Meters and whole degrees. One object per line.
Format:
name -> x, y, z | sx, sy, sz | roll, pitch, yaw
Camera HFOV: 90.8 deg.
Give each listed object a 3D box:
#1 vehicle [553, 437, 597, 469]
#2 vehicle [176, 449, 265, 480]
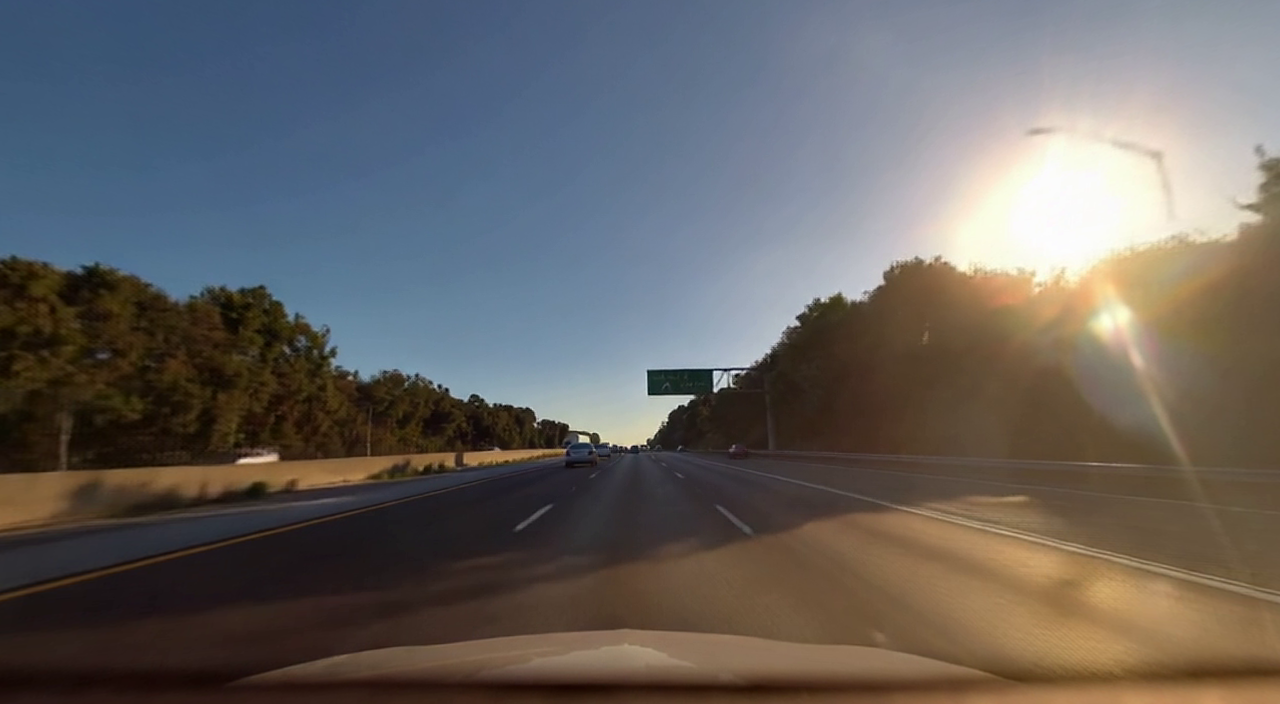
vehicle -> -3.819, 6.055, 37.913 | 2.114, 1.774, 4.427 | 0, -9, 0
vehicle -> -29.083, 7.784, 44.105 | 2.191, 1.939, 5.830 | 0, -9, 0
